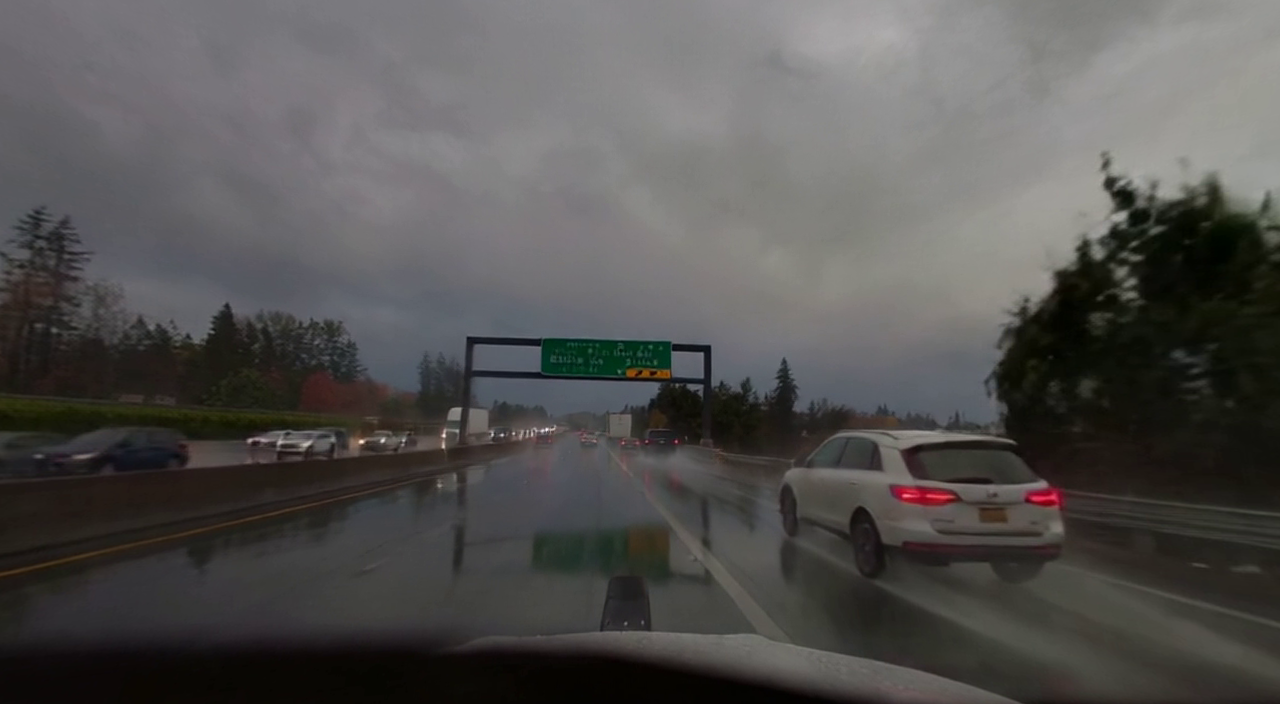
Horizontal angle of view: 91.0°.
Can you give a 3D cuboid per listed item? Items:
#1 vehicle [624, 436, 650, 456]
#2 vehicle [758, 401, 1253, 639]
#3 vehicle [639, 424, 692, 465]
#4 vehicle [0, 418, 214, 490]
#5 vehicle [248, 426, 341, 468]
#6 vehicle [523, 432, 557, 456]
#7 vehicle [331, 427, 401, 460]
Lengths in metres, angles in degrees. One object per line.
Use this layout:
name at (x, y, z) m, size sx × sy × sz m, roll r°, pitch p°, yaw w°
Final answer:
vehicle at (-0.267, 7.103, 47.638) m, size 1.844 × 1.462 × 3.736 m, roll 0°, pitch -8°, yaw -2°
vehicle at (2.790, 1.385, 6.315) m, size 2.127 × 1.497 × 4.445 m, roll 0°, pitch -8°, yaw -3°
vehicle at (1.220, 4.836, 32.915) m, size 2.207 × 1.937 × 5.610 m, roll 0°, pitch -8°, yaw -4°
vehicle at (-12.116, 2.343, 14.671) m, size 1.727 × 1.433 × 3.940 m, roll 0°, pitch -8°, yaw -4°
vehicle at (-12.622, 3.481, 23.222) m, size 1.610 × 1.420 × 3.445 m, roll 0°, pitch -8°, yaw -3°
vehicle at (-7.494, 6.963, 47.544) m, size 2.058 × 1.689 × 4.315 m, roll 0°, pitch -8°, yaw -3°
vehicle at (-12.722, 4.277, 29.459) m, size 1.853 × 1.406 × 3.495 m, roll 1°, pitch -8°, yaw -4°
